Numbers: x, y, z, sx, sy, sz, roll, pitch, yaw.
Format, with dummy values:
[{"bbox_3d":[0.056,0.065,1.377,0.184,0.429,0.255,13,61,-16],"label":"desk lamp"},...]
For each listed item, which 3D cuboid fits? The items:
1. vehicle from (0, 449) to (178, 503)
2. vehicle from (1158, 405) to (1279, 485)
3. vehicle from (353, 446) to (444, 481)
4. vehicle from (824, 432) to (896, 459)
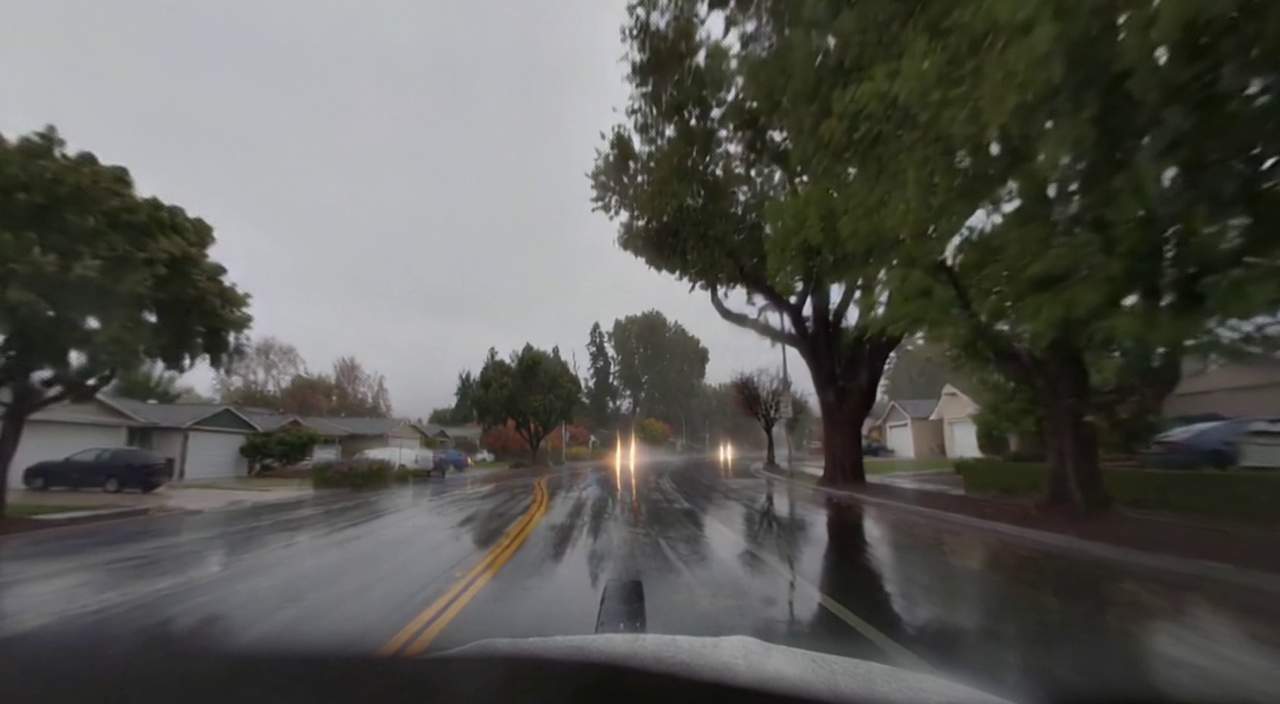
[{"bbox_3d":[-20.688,4.558,23.512,5.166,1.847,2.049,0,-9,-5],"label":"vehicle"},{"bbox_3d":[15.108,2.161,14.756,4.069,1.751,1.899,-3,-9,12],"label":"vehicle"},{"bbox_3d":[-14.810,6.878,39.368,2.418,1.969,6.615,-2,-9,7],"label":"vehicle"},{"bbox_3d":[17.258,7.385,49.795,5.073,1.729,2.161,-6,-11,16],"label":"vehicle"}]
